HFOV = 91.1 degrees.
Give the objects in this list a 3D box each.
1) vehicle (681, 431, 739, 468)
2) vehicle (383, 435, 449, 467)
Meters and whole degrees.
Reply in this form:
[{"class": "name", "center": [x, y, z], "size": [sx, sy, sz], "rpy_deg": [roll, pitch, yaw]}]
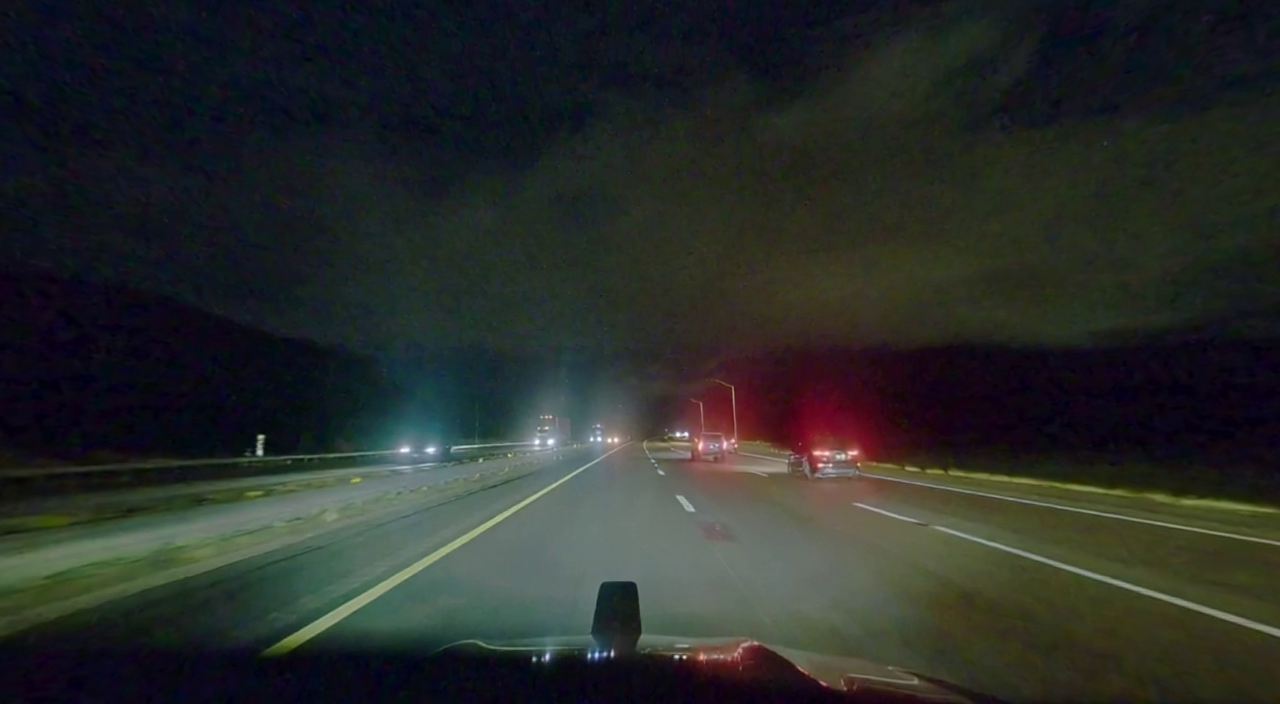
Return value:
[{"class": "vehicle", "center": [3.120, 4.460, 29.060], "size": [2.084, 1.583, 4.420], "rpy_deg": [0, -8, -1]}, {"class": "vehicle", "center": [-11.612, 5.164, 32.904], "size": [1.890, 1.550, 4.094], "rpy_deg": [0, -8, 1]}]
